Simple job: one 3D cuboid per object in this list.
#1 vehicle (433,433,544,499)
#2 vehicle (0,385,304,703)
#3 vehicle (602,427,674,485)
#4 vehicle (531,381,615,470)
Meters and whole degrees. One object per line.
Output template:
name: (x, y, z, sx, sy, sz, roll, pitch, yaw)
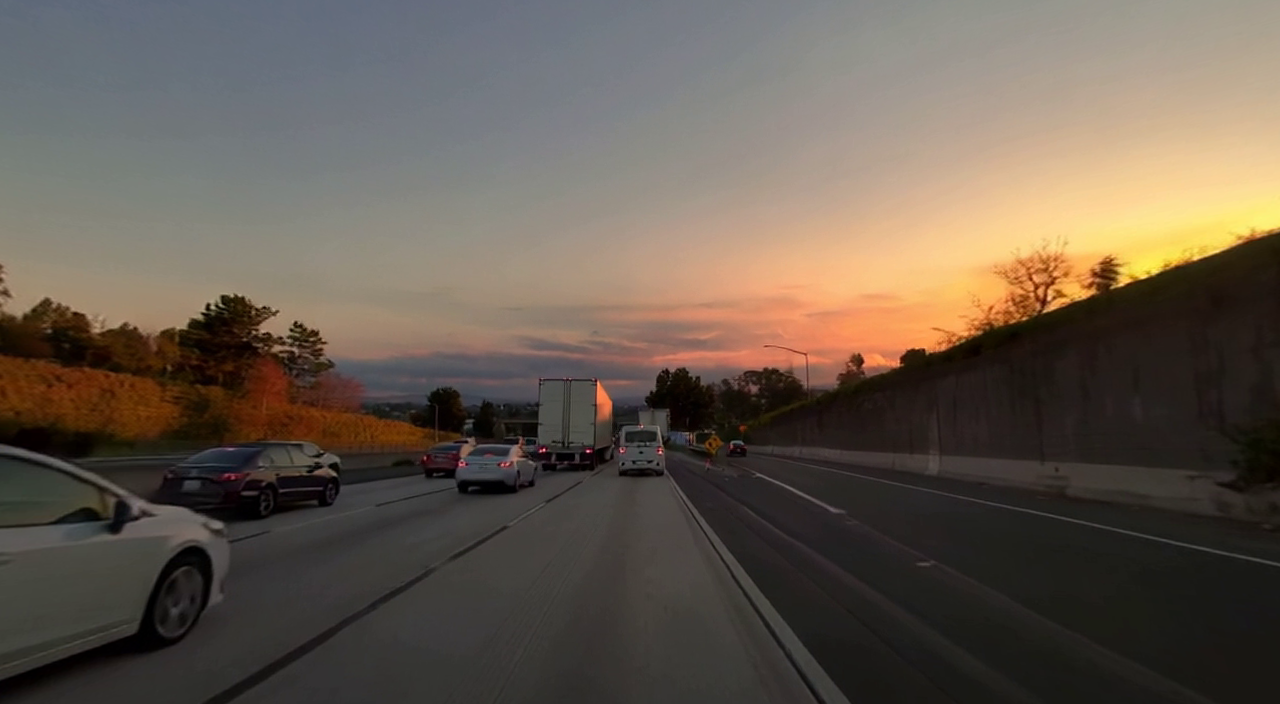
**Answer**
vehicle: (-4.100, 3.156, 17.831, 2.124, 1.627, 3.863, 0, -8, 1)
vehicle: (-3.764, 0.946, 2.840, 1.866, 1.568, 4.603, 0, -8, 1)
vehicle: (-0.055, 3.682, 22.599, 2.325, 1.864, 4.128, 0, -8, 0)
vehicle: (-3.712, 5.050, 40.081, 3.348, 4.469, 16.443, 0, -9, 1)
